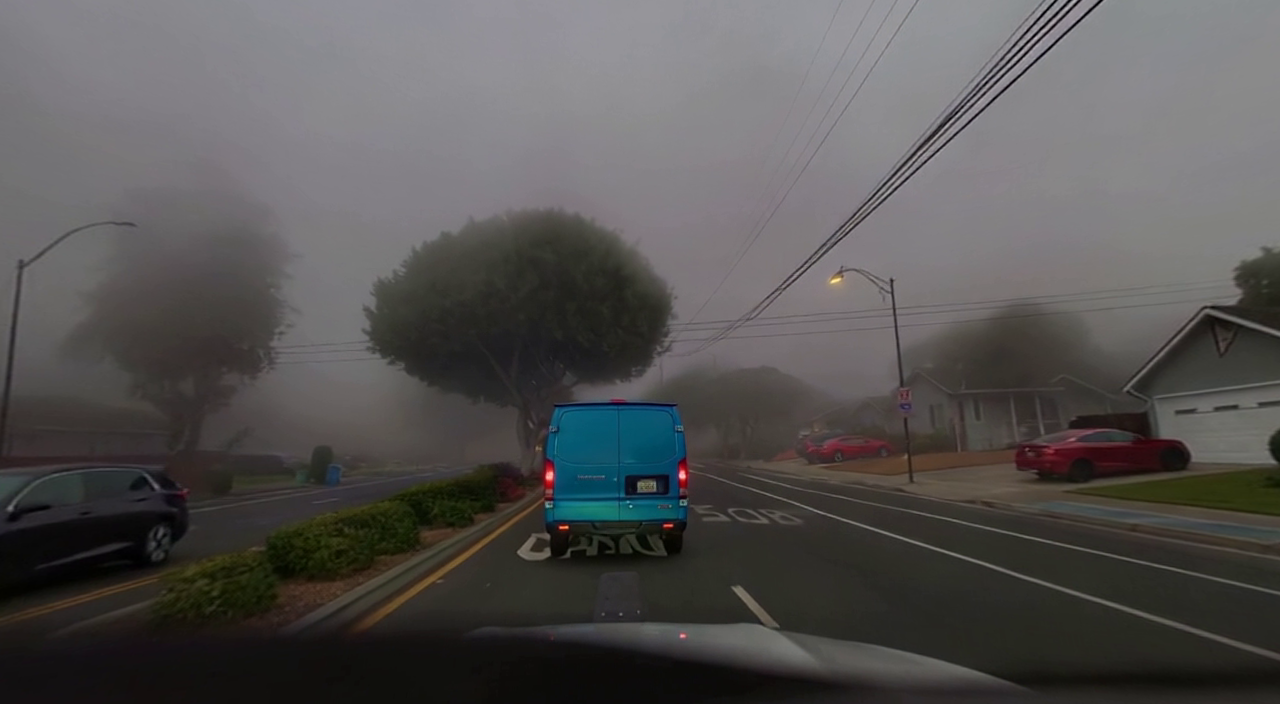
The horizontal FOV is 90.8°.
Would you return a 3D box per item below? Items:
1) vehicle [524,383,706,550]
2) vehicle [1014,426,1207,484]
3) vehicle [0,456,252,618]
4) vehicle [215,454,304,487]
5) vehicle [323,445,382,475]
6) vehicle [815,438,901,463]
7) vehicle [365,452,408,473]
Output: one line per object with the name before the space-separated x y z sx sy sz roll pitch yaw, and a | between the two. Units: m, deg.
vehicle | -0.329 1.840 10.671 2.342 2.142 4.809 0 -9 0
vehicle | 13.144 2.883 17.849 3.916 1.517 1.887 0 -9 -2
vehicle | -7.159 2.066 7.823 1.962 1.481 4.434 0 -9 -2
vehicle | -18.514 5.767 30.988 1.816 1.445 4.120 0 -9 0
vehicle | -18.077 6.786 39.982 1.841 1.769 4.105 0 -9 -1
vehicle | 13.076 5.926 38.128 4.483 1.463 1.805 0 -9 -1
vehicle | -18.162 7.912 45.384 1.633 1.398 3.729 0 -9 -1
